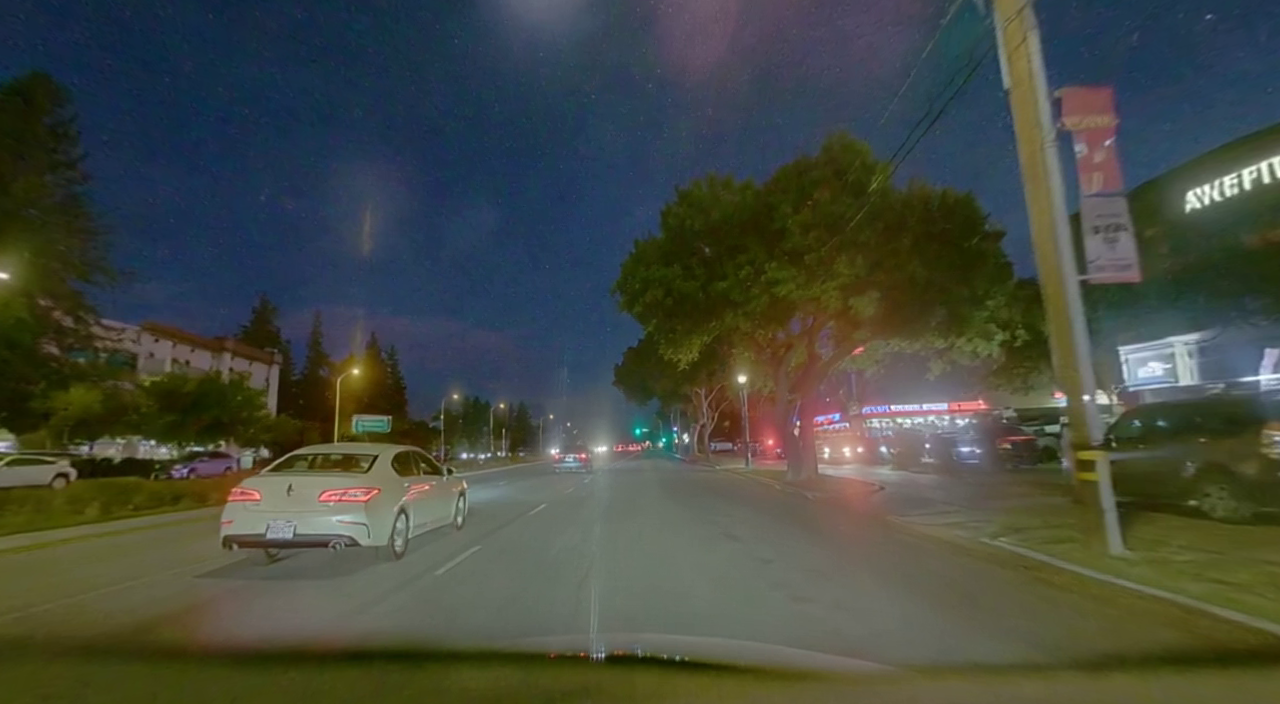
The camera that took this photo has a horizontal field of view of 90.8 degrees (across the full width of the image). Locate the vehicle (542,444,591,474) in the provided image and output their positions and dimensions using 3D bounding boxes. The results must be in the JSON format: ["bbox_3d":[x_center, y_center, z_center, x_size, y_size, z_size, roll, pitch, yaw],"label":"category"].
[{"bbox_3d":[-3.753,5.534,32.937,1.955,1.461,4.396,0,-9,1],"label":"vehicle"}]

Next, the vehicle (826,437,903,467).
[{"bbox_3d":[12.250,5.403,34.262,2.090,1.501,4.732,-8,-12,43],"label":"vehicle"}]

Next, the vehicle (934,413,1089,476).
[{"bbox_3d":[12.664,3.254,22.070,2.222,1.922,5.164,0,-9,0],"label":"vehicle"}]

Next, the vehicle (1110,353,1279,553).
[{"bbox_3d":[9.783,1.212,7.849,5.990,2.130,2.180,0,-9,1],"label":"vehicle"}]

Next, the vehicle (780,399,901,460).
[{"bbox_3d":[15.499,6.093,49.352,8.300,4.310,2.832,-2,-9,1],"label":"vehicle"}]

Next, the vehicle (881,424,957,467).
[{"bbox_3d":[14.760,4.930,33.283,2.031,2.064,4.681,-9,-12,43],"label":"vehicle"}]

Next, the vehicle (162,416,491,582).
[{"bbox_3d":[-3.720,1.836,8.725,2.126,1.655,4.560,0,-9,1],"label":"vehicle"}]
